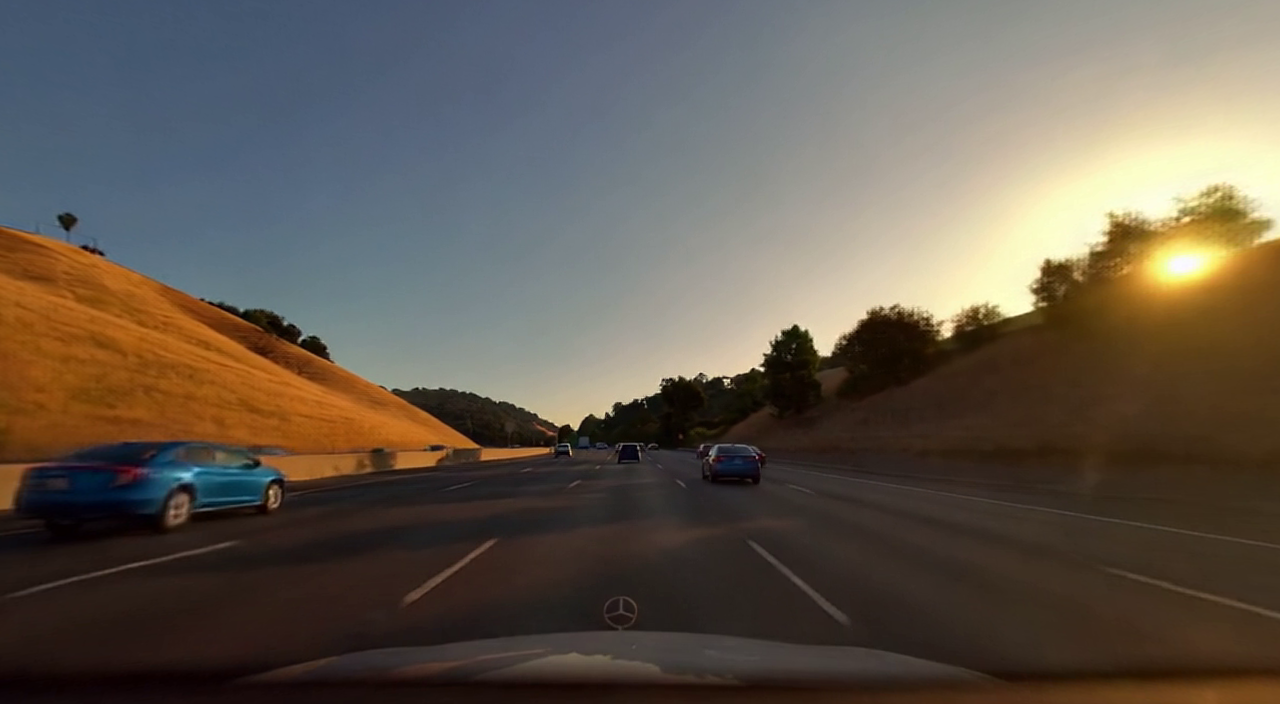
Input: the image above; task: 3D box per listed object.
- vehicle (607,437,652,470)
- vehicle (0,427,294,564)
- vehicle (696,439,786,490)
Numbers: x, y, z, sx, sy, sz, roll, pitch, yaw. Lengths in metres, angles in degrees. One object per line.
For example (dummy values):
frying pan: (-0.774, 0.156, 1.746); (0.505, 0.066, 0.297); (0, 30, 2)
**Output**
vehicle: (-0.543, 5.491, 34.248); (2.277, 1.675, 4.023); (0, -8, -1)
vehicle: (-7.504, 1.951, 9.472); (1.922, 1.508, 4.816); (0, -8, 0)
vehicle: (3.233, 3.710, 21.262); (2.120, 1.492, 4.734); (0, -8, -1)
